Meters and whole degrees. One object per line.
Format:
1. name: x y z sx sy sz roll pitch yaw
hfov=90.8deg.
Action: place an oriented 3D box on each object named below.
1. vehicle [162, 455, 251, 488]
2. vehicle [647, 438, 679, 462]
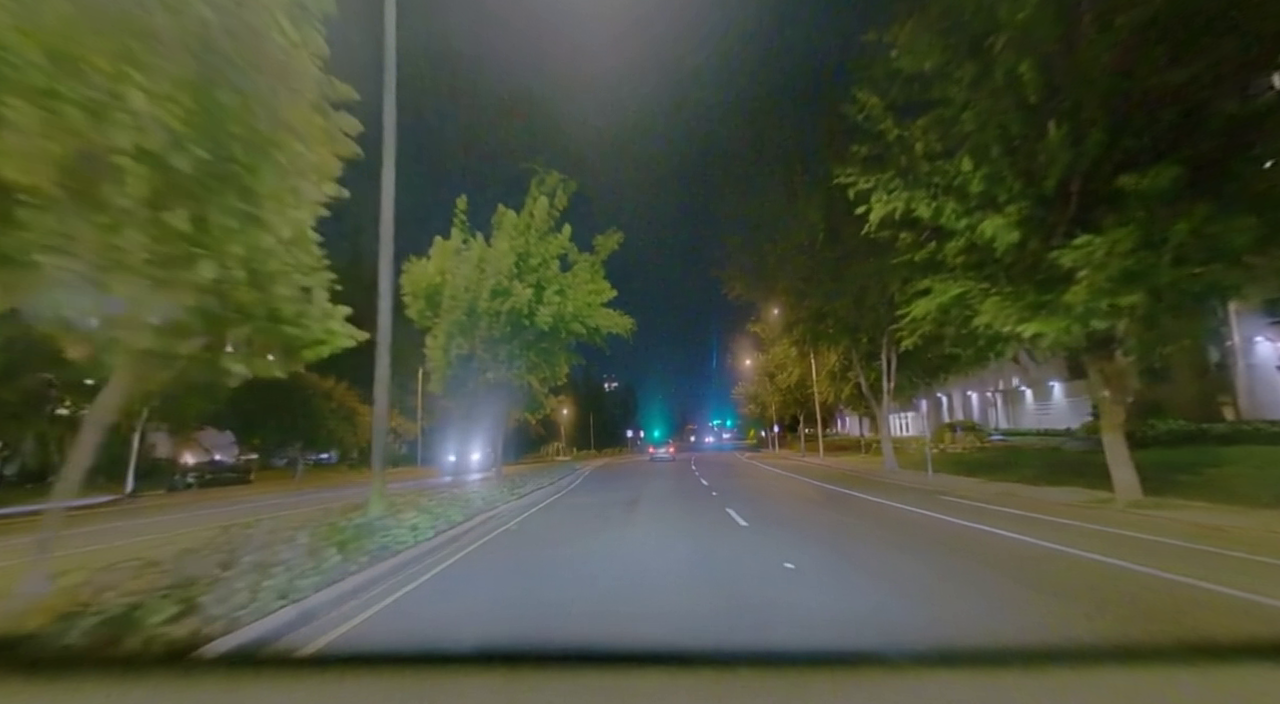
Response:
1. vehicle: -24.783 6.809 36.328 1.956 1.637 4.323 -2 -8 3
2. vehicle: 1.633 6.823 44.069 2.037 1.568 3.693 -1 -8 4
